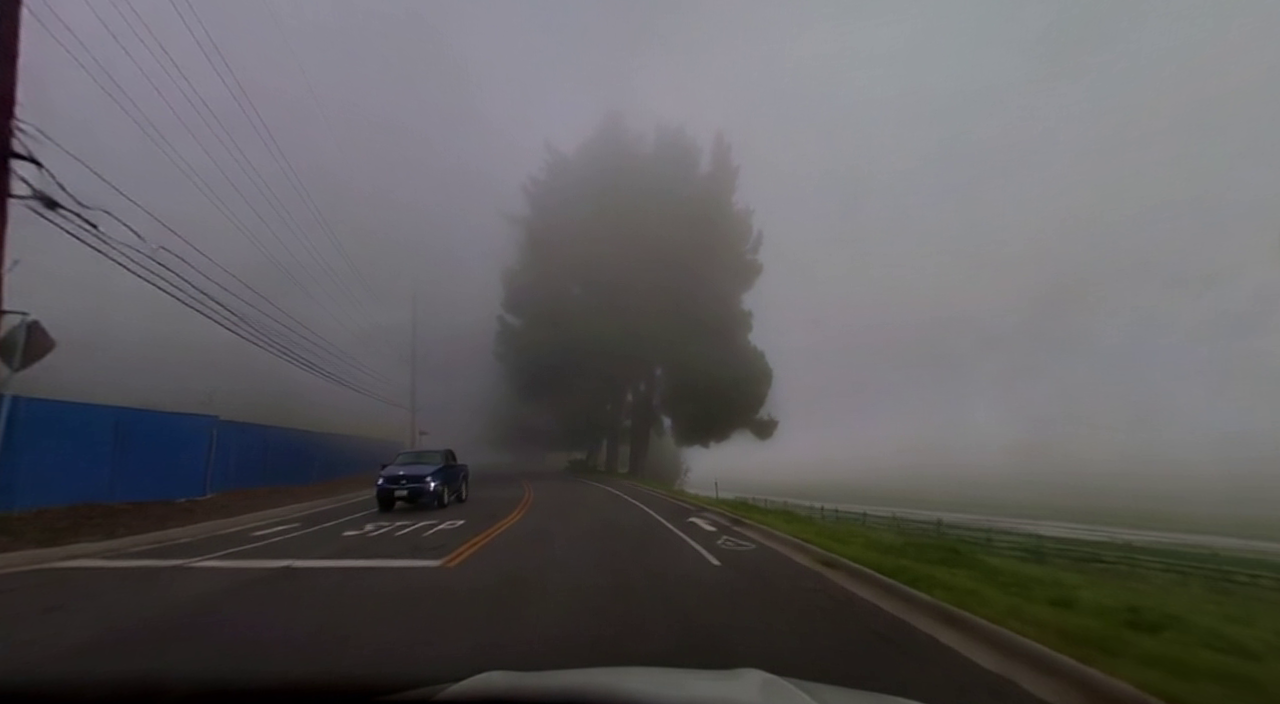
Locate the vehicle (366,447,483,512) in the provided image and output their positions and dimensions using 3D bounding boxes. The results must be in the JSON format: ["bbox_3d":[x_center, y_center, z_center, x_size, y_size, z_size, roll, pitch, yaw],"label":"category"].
[{"bbox_3d":[-5.609,3.341,17.109,2.034,1.479,4.521,1,-9,-7],"label":"vehicle"}]
